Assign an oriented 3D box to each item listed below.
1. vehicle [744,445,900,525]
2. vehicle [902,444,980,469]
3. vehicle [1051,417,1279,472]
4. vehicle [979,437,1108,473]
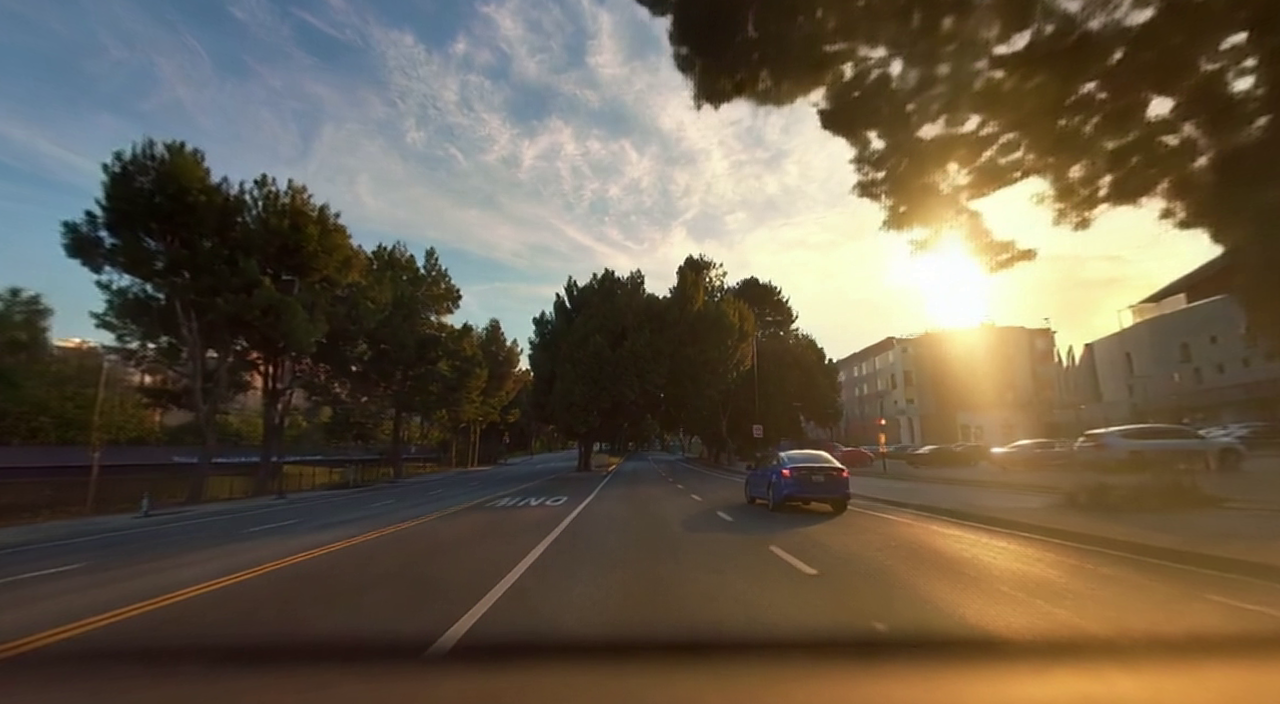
[{"bbox_3d":[3.825,2.870,14.280,2.114,1.493,4.430,0,-9,-1],"label":"vehicle"},{"bbox_3d":[17.845,6.209,37.576,3.622,1.432,2.029,0,-9,-3],"label":"vehicle"},{"bbox_3d":[18.625,3.309,22.491,6.156,1.801,2.491,0,-9,1],"label":"vehicle"},{"bbox_3d":[18.177,4.638,28.617,4.436,1.556,1.997,0,-9,-1],"label":"vehicle"}]
